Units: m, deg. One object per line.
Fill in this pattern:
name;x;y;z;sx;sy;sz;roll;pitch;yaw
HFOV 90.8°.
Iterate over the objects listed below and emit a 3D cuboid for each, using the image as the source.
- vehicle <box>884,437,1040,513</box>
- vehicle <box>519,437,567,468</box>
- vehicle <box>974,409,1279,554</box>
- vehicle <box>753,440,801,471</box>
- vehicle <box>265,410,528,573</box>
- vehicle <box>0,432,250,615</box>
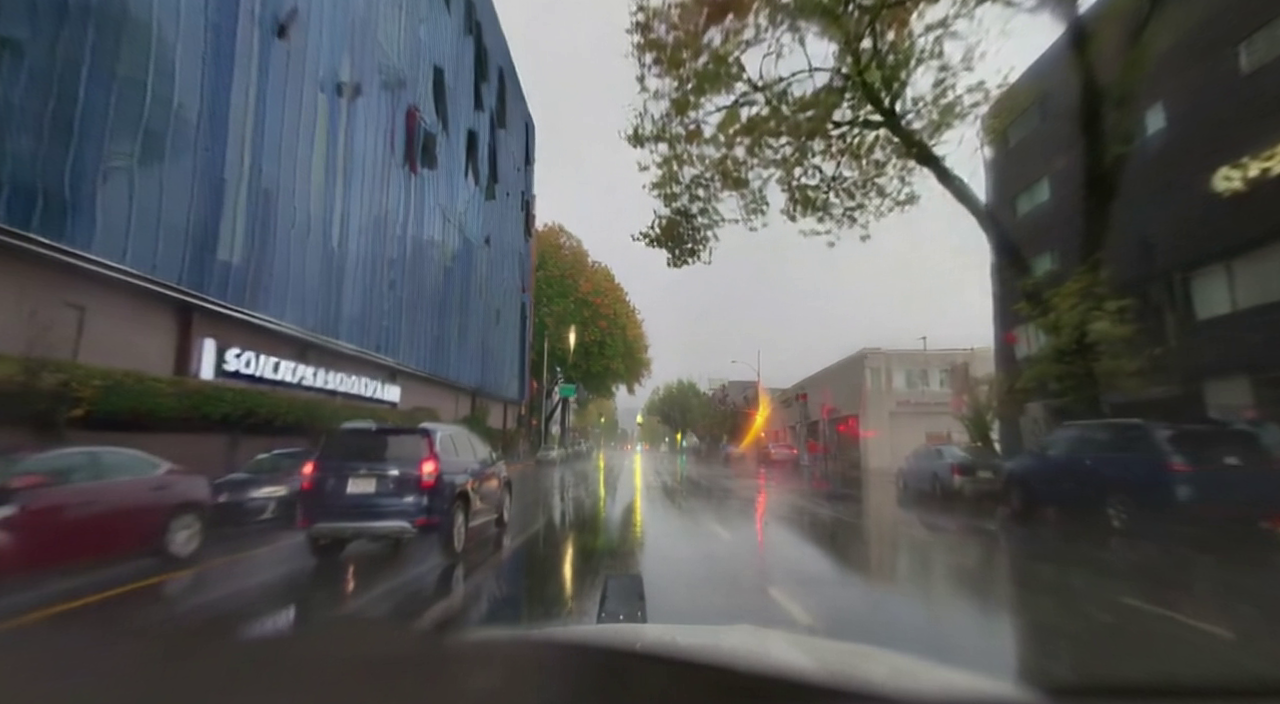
vehicle;8.981;3.404;18.142;2.005;1.726;4.658;5;-8;-1
vehicle;-6.771;7.100;44.819;2.290;2.012;5.654;-1;-8;2
vehicle;9.207;2.322;12.246;2.249;2.117;5.743;0;-8;0
vehicle;9.260;7.025;43.128;2.129;1.929;5.537;-1;-8;1
vehicle;-3.049;1.843;9.143;2.002;1.756;4.366;-1;-8;1
vehicle;-6.815;1.725;6.874;2.071;1.631;4.936;0;-8;-1
